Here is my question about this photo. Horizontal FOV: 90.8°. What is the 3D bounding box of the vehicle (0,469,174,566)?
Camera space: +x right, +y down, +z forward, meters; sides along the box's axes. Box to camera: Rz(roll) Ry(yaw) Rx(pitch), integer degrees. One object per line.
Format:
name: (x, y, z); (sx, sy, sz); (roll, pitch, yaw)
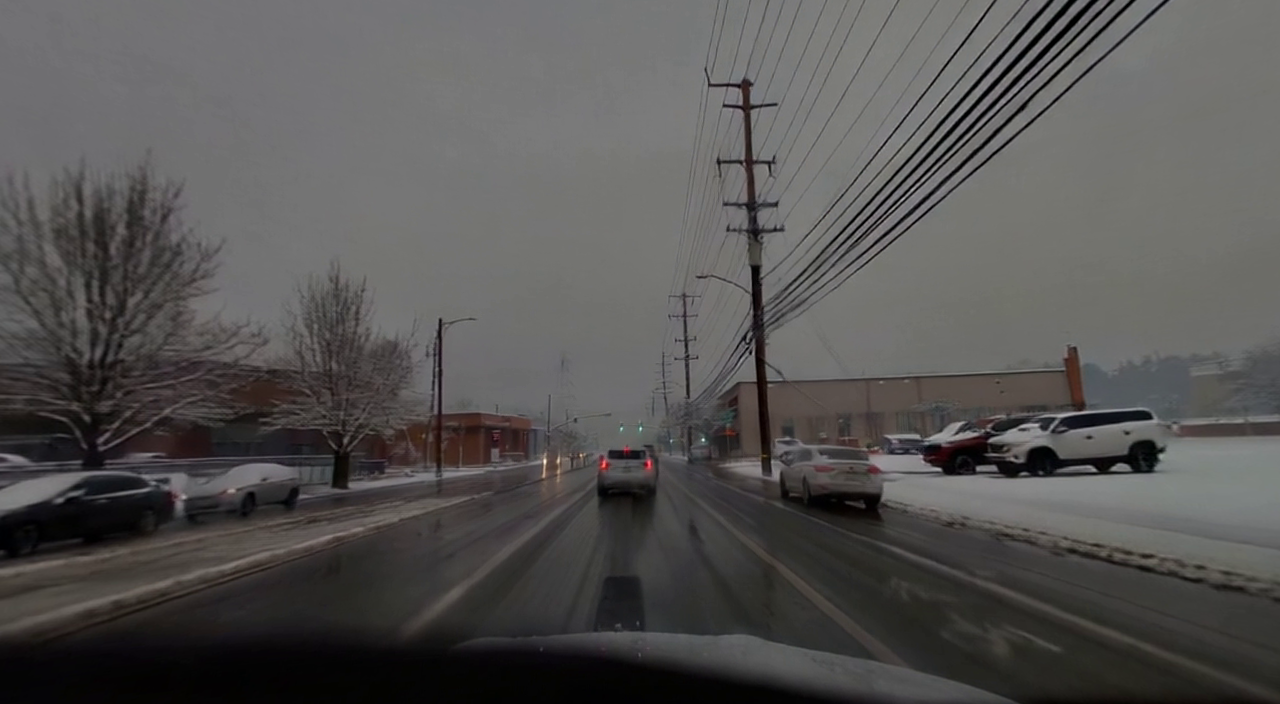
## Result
vehicle: (-11.683, 3.119, 12.400); (1.828, 1.457, 4.371); (0, -9, -2)

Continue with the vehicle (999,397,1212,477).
vehicle: (14.217, 2.720, 19.921); (2.418, 2.139, 5.365); (0, -9, -2)

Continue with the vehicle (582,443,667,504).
vehicle: (-0.397, 3.335, 17.803); (2.116, 1.479, 3.980); (0, -8, 0)

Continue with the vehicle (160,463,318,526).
vehicle: (-11.503, 4.080, 18.539); (1.817, 1.480, 4.282); (0, -9, 0)

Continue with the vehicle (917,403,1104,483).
vehicle: (11.217, 2.872, 19.886); (2.329, 2.145, 5.841); (0, -8, 0)

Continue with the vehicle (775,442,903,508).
vehicle: (5.220, 3.266, 17.302); (1.937, 1.523, 4.541); (0, -9, -1)
